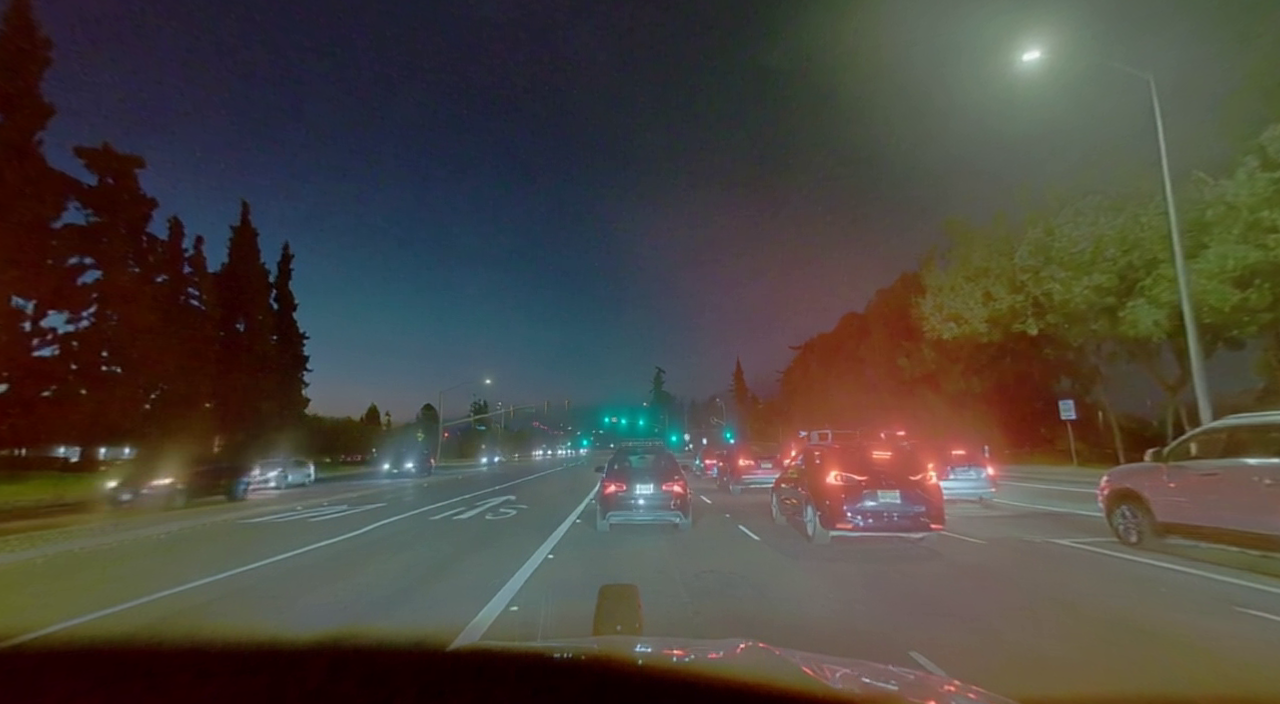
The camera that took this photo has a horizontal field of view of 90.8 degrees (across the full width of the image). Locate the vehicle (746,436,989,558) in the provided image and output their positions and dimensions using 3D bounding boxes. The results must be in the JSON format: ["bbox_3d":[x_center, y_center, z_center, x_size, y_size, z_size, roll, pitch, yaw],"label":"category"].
[{"bbox_3d":[3.165,2.120,10.147,1.970,1.445,4.974,0,-9,-1],"label":"vehicle"}]

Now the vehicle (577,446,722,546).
[{"bbox_3d":[0.092,2.274,10.713,1.990,1.347,4.067,0,-9,-1],"label":"vehicle"}]

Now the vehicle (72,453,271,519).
[{"bbox_3d":[-12.255,3.490,17.019,1.943,1.467,4.442,0,-9,0],"label":"vehicle"}]

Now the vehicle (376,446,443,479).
[{"bbox_3d":[-12.421,5.937,34.348,1.963,1.649,4.290,0,-8,0],"label":"vehicle"}]

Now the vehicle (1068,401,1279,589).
[{"bbox_3d":[6.932,1.413,6.437,1.987,1.730,4.373,0,-9,-1],"label":"vehicle"}]
